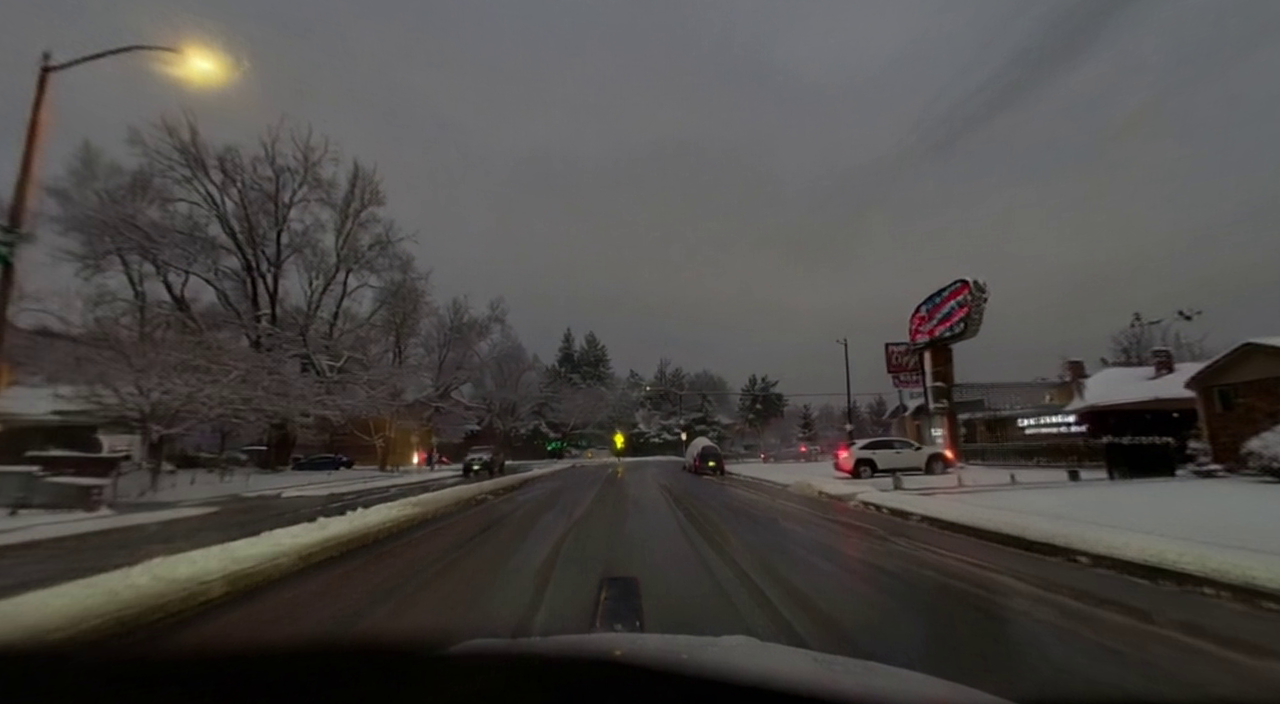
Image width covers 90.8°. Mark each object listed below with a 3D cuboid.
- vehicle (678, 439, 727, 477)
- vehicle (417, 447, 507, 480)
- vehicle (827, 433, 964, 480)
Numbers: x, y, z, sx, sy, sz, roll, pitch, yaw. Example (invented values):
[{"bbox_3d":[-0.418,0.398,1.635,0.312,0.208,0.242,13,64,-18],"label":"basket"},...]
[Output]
[{"bbox_3d":[3.347,5.802,34.834,2.051,1.925,4.625,0,-9,-3],"label":"vehicle"},{"bbox_3d":[-10.389,6.486,37.061,4.620,1.695,2.004,5,-11,-39],"label":"vehicle"},{"bbox_3d":[10.405,4.275,25.991,4.733,1.843,2.005,0,-9,1],"label":"vehicle"}]
